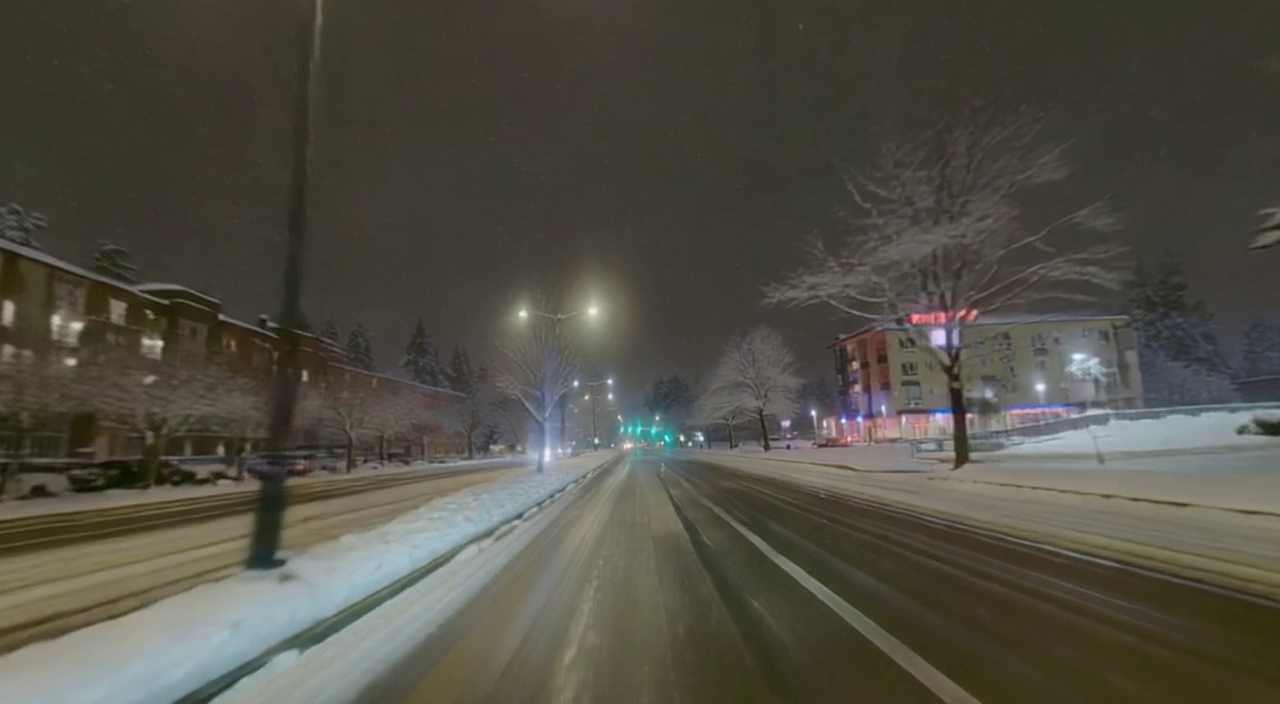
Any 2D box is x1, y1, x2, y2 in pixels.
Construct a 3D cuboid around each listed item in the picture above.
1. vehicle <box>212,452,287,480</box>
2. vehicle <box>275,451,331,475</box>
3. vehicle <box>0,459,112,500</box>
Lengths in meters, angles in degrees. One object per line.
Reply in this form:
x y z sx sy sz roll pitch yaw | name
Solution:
-25.965 7.546 42.192 1.911 1.706 4.327 -1 -8 6 | vehicle
-25.476 8.377 47.938 1.979 1.652 4.678 0 -8 -5 | vehicle
-26.052 5.596 27.752 3.950 1.481 1.959 1 -8 -26 | vehicle
